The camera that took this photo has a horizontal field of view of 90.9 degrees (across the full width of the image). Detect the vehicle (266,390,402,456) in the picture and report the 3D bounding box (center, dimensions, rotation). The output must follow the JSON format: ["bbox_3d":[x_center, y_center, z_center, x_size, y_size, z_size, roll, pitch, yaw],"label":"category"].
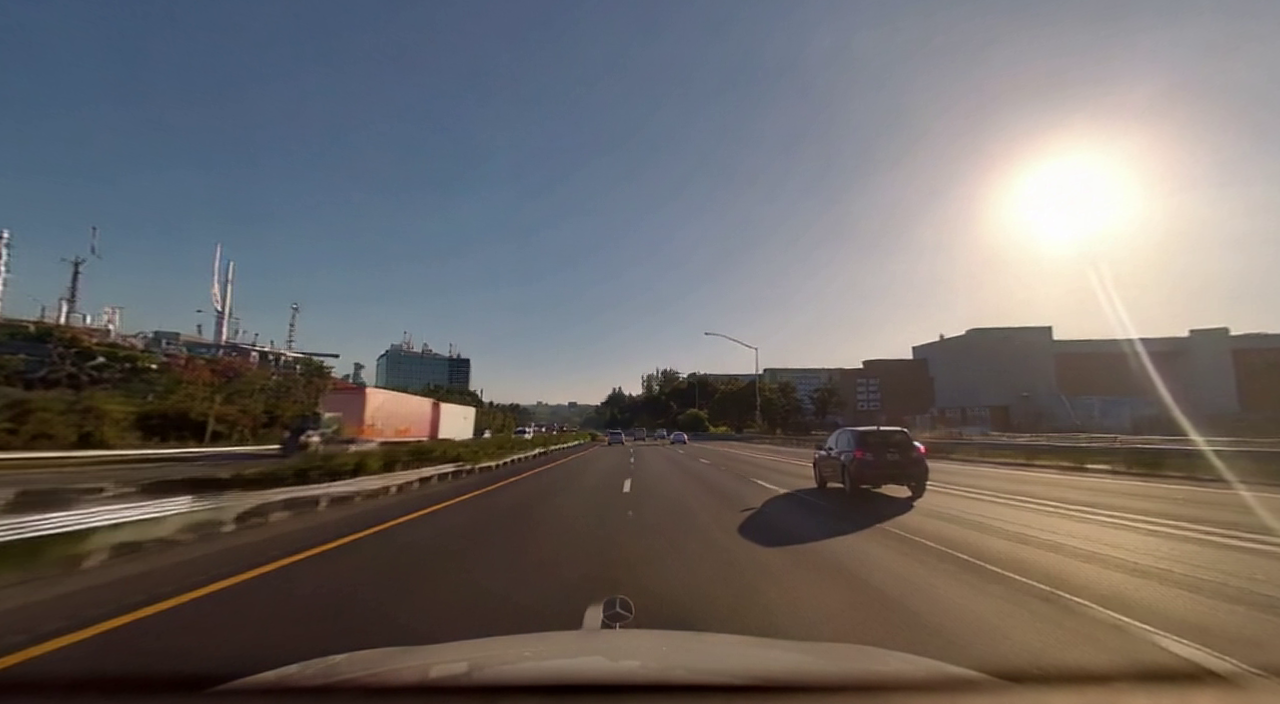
[{"bbox_3d":[-18.540,4.552,39.421,3.176,3.534,10.743,0,-8,-1],"label":"vehicle"}]

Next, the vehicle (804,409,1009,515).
[{"bbox_3d":[4.741,2.020,12.062,2.022,1.637,4.229,0,-8,-1],"label":"vehicle"}]
